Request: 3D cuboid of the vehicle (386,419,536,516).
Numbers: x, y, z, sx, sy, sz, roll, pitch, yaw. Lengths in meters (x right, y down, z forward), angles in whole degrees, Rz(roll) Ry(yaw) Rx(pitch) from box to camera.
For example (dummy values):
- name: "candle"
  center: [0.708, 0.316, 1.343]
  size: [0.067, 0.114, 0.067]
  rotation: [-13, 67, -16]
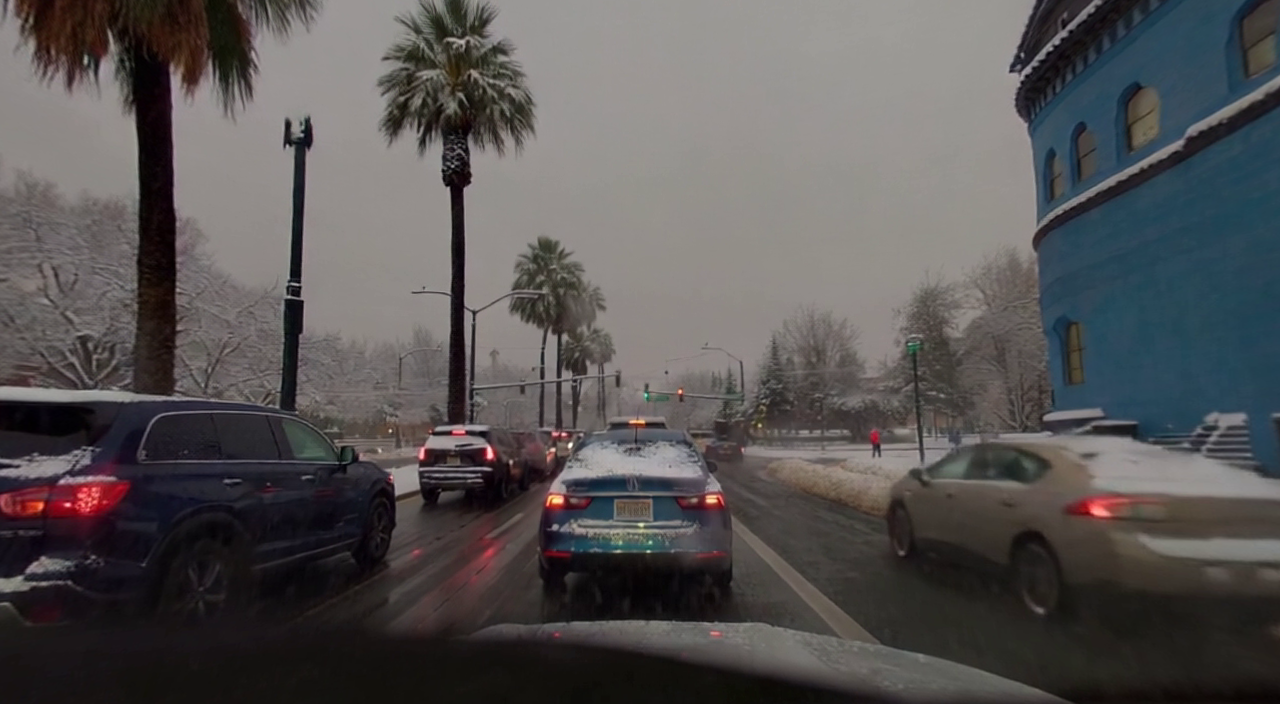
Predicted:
- name: "vehicle"
  center: [-3.475, 2.318, 13.088]
  size: [1.840, 1.684, 4.041]
  rotation: [0, -8, 1]

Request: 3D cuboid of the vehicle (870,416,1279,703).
- name: "vehicle"
  center: [3.835, 1.417, 5.468]
  size: [1.982, 1.480, 4.572]
  rotation: [1, -8, 0]

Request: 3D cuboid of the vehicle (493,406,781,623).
- name: "vehicle"
  center: [-0.049, 1.516, 6.857]
  size: [2.114, 1.585, 4.285]
  rotation: [0, -8, -1]

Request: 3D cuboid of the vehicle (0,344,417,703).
- name: "vehicle"
  center: [-3.538, 1.145, 5.075]
  size: [1.914, 1.741, 4.398]
  rotation: [0, -8, -1]
